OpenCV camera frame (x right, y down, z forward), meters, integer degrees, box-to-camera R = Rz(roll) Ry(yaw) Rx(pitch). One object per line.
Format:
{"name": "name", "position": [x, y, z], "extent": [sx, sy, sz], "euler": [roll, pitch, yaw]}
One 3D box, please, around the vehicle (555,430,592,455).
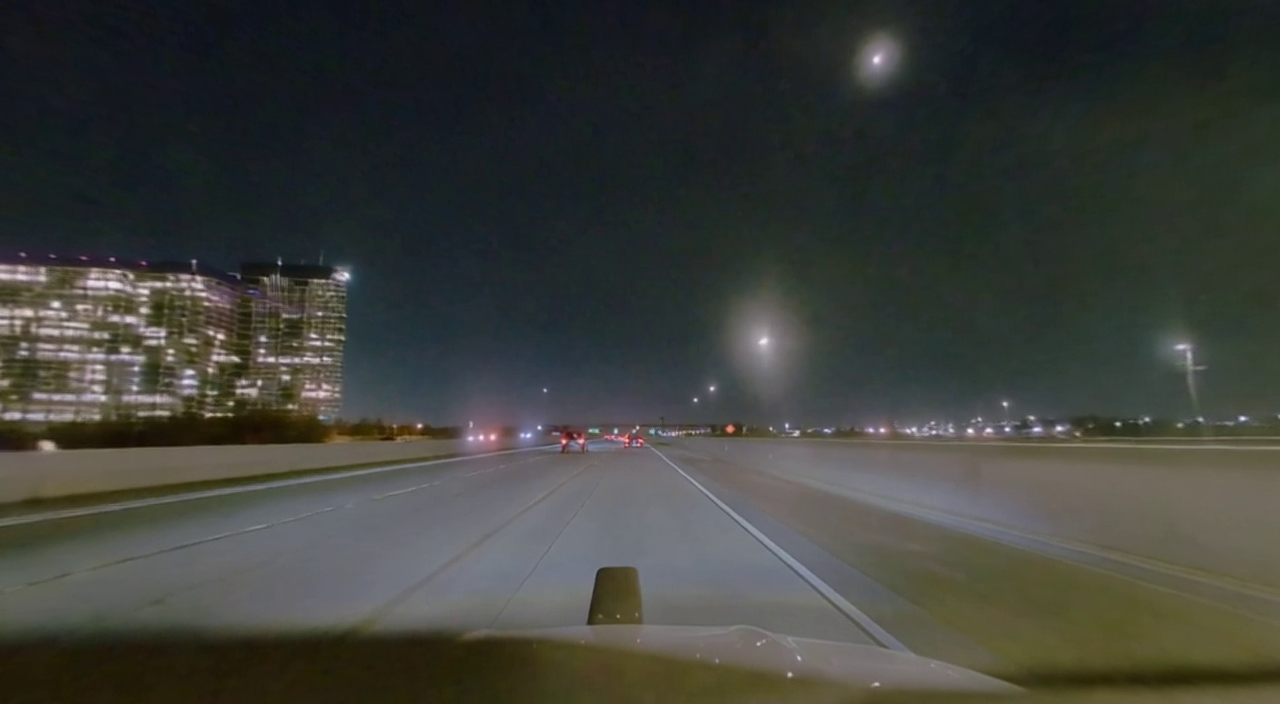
{"name": "vehicle", "position": [-4.580, 6.252, 43.658], "extent": [2.036, 1.612, 4.510], "euler": [0, -8, 0]}
